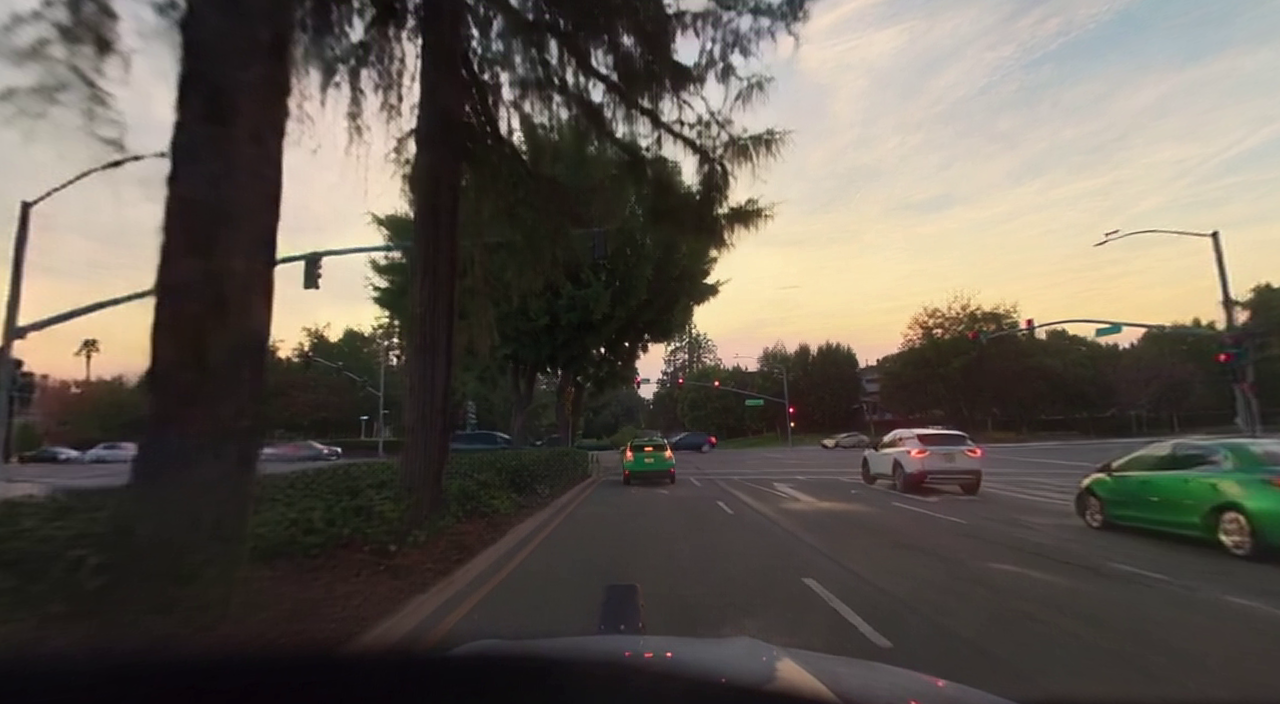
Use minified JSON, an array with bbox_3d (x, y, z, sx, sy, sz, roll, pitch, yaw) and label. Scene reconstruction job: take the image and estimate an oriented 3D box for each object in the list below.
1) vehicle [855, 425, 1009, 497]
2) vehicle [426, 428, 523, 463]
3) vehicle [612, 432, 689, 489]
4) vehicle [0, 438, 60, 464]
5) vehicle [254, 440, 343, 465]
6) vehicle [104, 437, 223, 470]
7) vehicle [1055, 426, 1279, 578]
[{"bbox_3d":[7.288,2.770,16.343,1.901,1.577,4.348,0,-8,0],"label":"vehicle"},{"bbox_3d":[-9.072,5.173,34.821,4.786,1.803,1.967,-1,-8,2],"label":"vehicle"},{"bbox_3d":[0.256,3.164,18.655,2.041,1.485,3.813,0,-8,-1],"label":"vehicle"},{"bbox_3d":[-46.696,7.428,47.327,4.118,1.894,2.155,-1,-8,0],"label":"vehicle"},{"bbox_3d":[-20.753,6.115,38.461,4.399,1.445,1.769,-1,-8,1],"label":"vehicle"},{"bbox_3d":[-26.325,5.607,34.966,4.921,1.757,2.036,-1,-8,2],"label":"vehicle"},{"bbox_3d":[7.126,1.663,7.526,1.726,1.467,3.793,0,-8,0],"label":"vehicle"}]
